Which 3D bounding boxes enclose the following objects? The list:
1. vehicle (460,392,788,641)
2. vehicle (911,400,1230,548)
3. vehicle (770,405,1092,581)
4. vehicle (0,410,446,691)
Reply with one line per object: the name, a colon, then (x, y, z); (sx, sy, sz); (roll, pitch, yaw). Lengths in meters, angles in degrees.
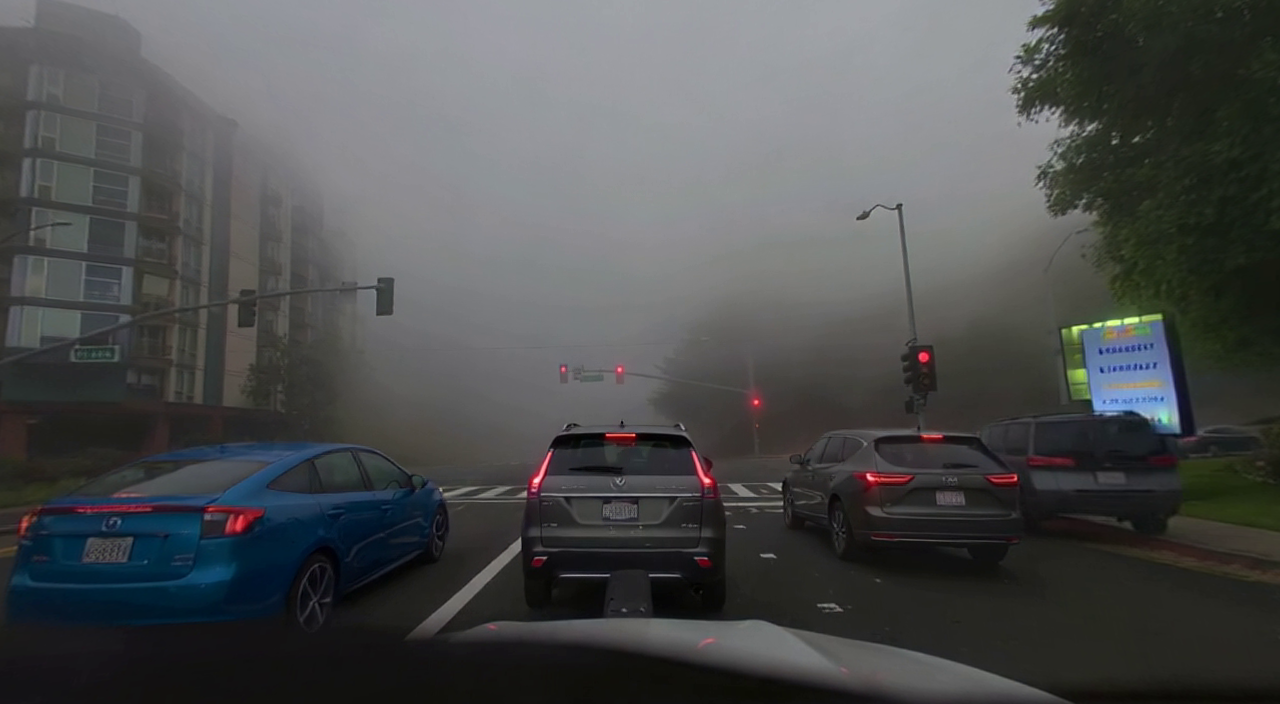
vehicle: (-0.125, 1.422, 6.448); (2.195, 1.662, 4.262); (0, -8, 0)
vehicle: (6.320, 1.851, 10.215); (2.081, 1.790, 4.839); (-1, -9, 5)
vehicle: (3.206, 1.660, 8.255); (2.004, 1.646, 4.554); (0, -8, 0)
vehicle: (-3.546, 1.425, 5.820); (1.906, 1.524, 4.547); (0, -8, 2)
